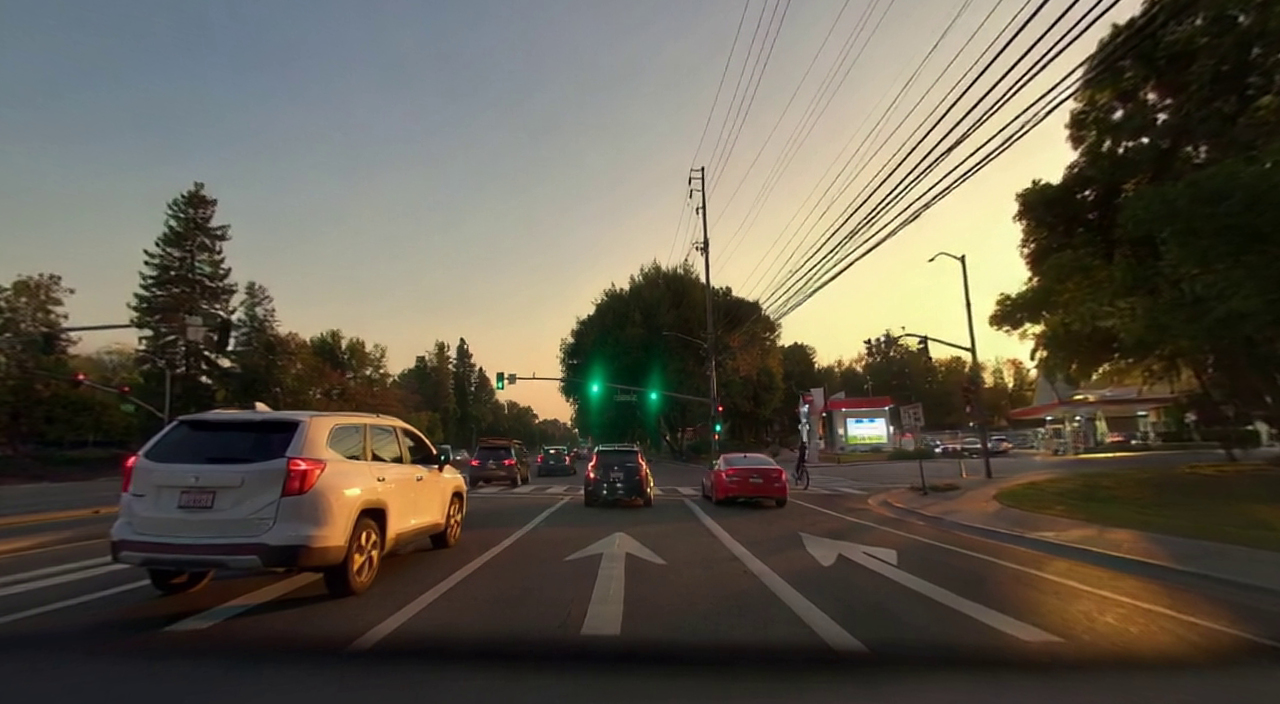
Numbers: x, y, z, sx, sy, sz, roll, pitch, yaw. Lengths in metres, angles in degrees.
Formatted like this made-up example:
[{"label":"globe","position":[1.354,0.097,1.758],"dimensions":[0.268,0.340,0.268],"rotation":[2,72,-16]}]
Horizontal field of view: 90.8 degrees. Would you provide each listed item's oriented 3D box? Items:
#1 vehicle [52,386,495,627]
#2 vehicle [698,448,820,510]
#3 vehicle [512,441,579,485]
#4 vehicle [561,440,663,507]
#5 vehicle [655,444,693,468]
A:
[{"label":"vehicle","position":[-3.041,1.388,6.669],"dimensions":[1.922,1.642,4.547],"rotation":[0,-8,0]},{"label":"vehicle","position":[2.759,3.060,15.792],"dimensions":[2.065,1.302,4.416],"rotation":[0,-8,-2]},{"label":"vehicle","position":[-3.540,4.231,24.448],"dimensions":[1.953,1.530,4.335],"rotation":[0,-8,0]},{"label":"vehicle","position":[-0.670,2.931,15.755],"dimensions":[2.189,1.437,4.135],"rotation":[0,-8,-2]},{"label":"vehicle","position":[2.230,6.934,42.342],"dimensions":[2.069,1.464,4.599],"rotation":[0,-8,-2]}]
